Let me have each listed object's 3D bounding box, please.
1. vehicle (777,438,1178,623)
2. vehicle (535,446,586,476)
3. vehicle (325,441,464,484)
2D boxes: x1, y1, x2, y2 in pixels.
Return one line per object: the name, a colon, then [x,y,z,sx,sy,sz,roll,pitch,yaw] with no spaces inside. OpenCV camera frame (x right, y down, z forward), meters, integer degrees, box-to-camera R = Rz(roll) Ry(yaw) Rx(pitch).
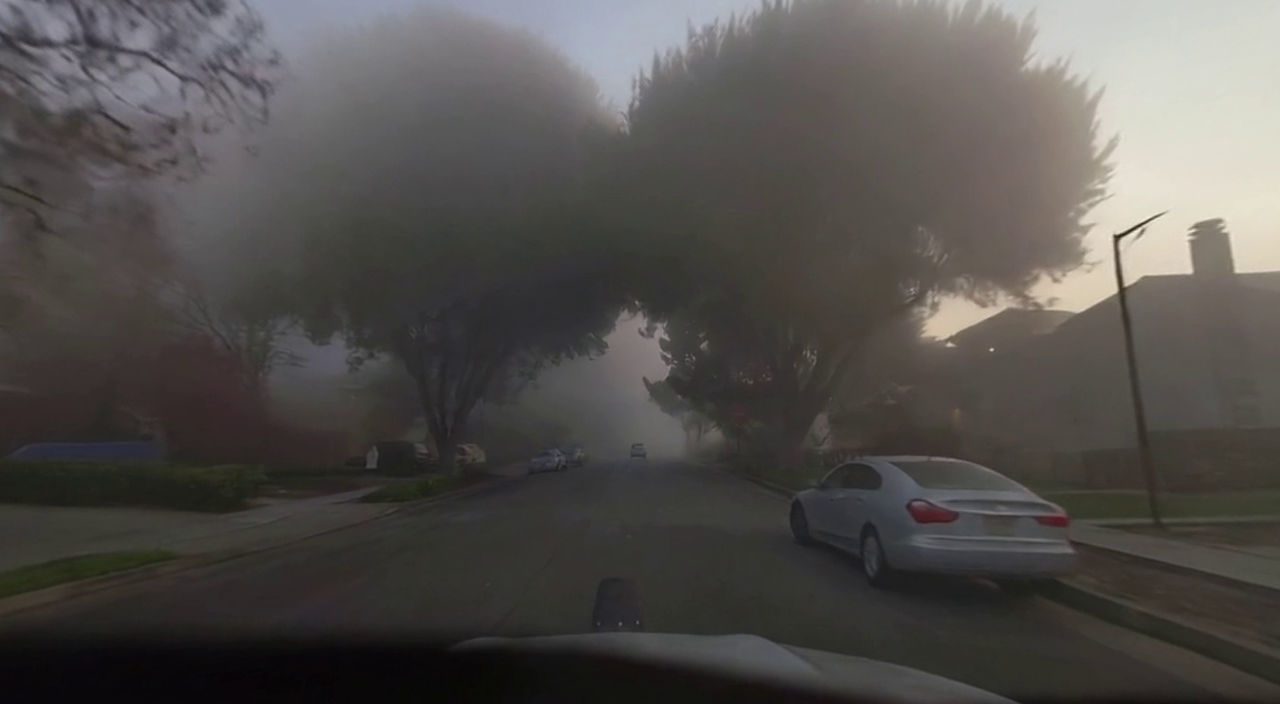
vehicle: [3.107,1.710,7.136,2.043,1.411,4.331,0,-8,-2]
vehicle: [-4.201,5.829,34.087,1.987,1.459,4.473,-1,-8,2]
vehicle: [-10.154,4.595,26.409,4.933,1.547,2.125,-2,-8,1]
